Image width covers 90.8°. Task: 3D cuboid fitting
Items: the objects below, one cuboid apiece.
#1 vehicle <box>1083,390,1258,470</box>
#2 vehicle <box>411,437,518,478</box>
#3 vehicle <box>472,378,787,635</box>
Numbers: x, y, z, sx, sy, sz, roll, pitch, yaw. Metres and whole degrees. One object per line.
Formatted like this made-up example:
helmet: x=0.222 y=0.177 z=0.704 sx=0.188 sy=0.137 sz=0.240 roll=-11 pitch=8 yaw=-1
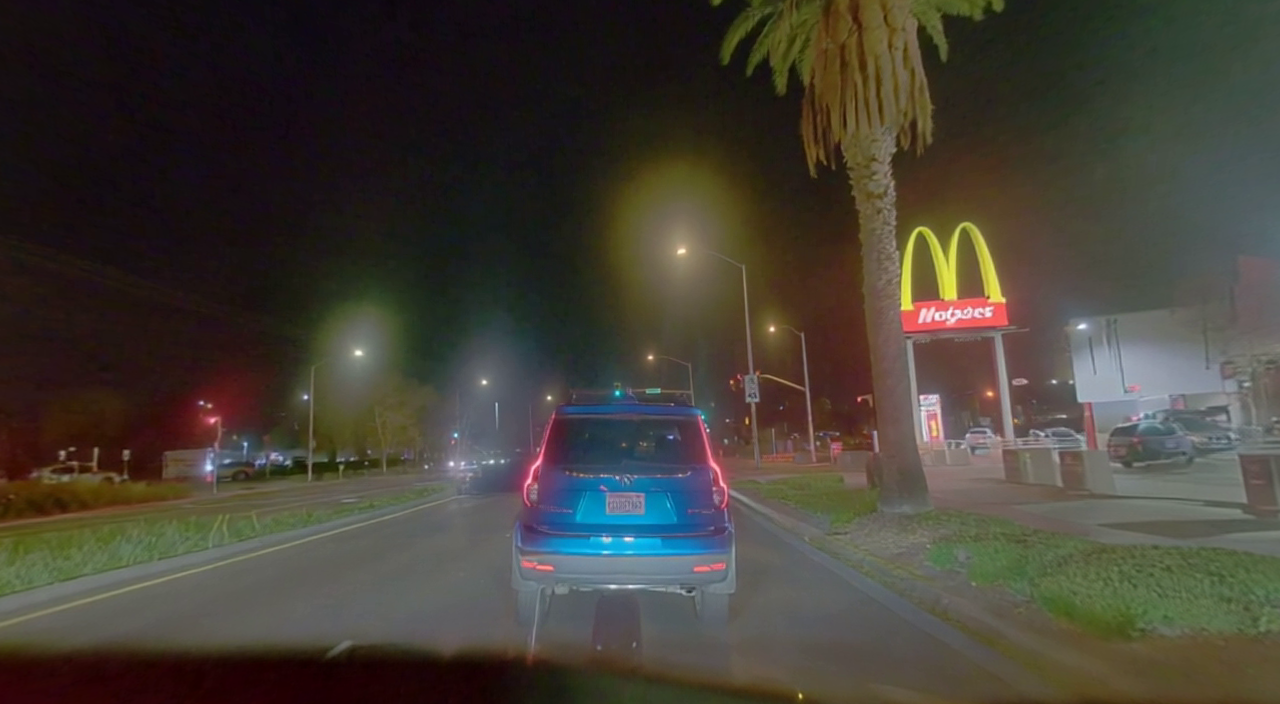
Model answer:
vehicle: x=16.098 y=2.405 z=19.051 sx=6.060 sy=2.047 sz=2.490 roll=6 pitch=-11 yaw=-36
vehicle: x=-9.521 y=5.801 z=35.031 sx=2.448 sy=2.043 sz=5.988 roll=-4 pitch=-10 yaw=23
vehicle: x=-0.123 y=1.383 z=6.518 sx=2.234 sy=1.818 sz=3.869 roll=0 pitch=-9 yaw=-2
